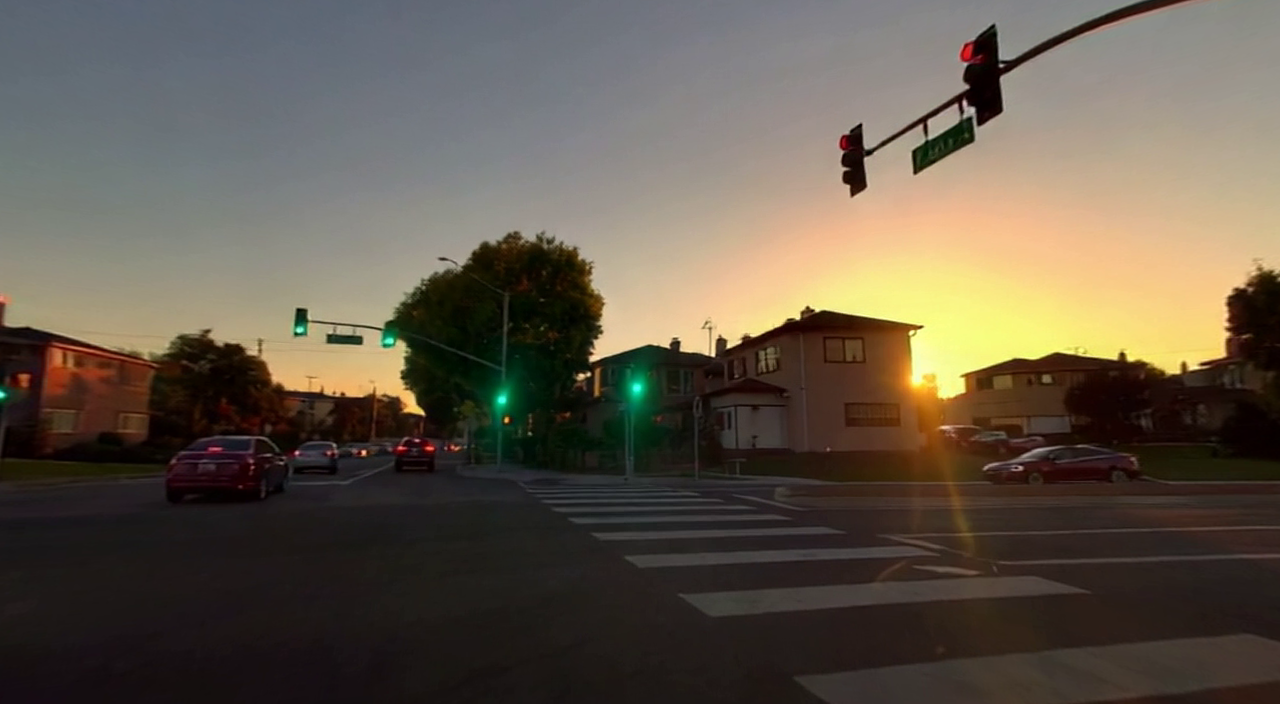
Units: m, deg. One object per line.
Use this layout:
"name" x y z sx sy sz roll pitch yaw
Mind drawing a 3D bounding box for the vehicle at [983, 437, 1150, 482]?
"vehicle" 14.427 3.639 21.561 4.353 1.431 1.876 0 -8 -2

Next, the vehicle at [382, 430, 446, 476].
"vehicle" -10.252 4.590 29.005 2.396 1.881 4.606 2 -9 -15

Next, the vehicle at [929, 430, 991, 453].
"vehicle" 22.568 6.346 44.758 1.905 1.483 4.322 -1 -8 -4

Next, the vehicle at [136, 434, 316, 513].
"vehicle" -9.169 2.670 14.546 1.977 1.488 4.741 2 -9 -15

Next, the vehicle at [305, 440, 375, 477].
"vehicle" -13.090 4.652 27.875 1.934 1.459 4.368 2 -9 -14
